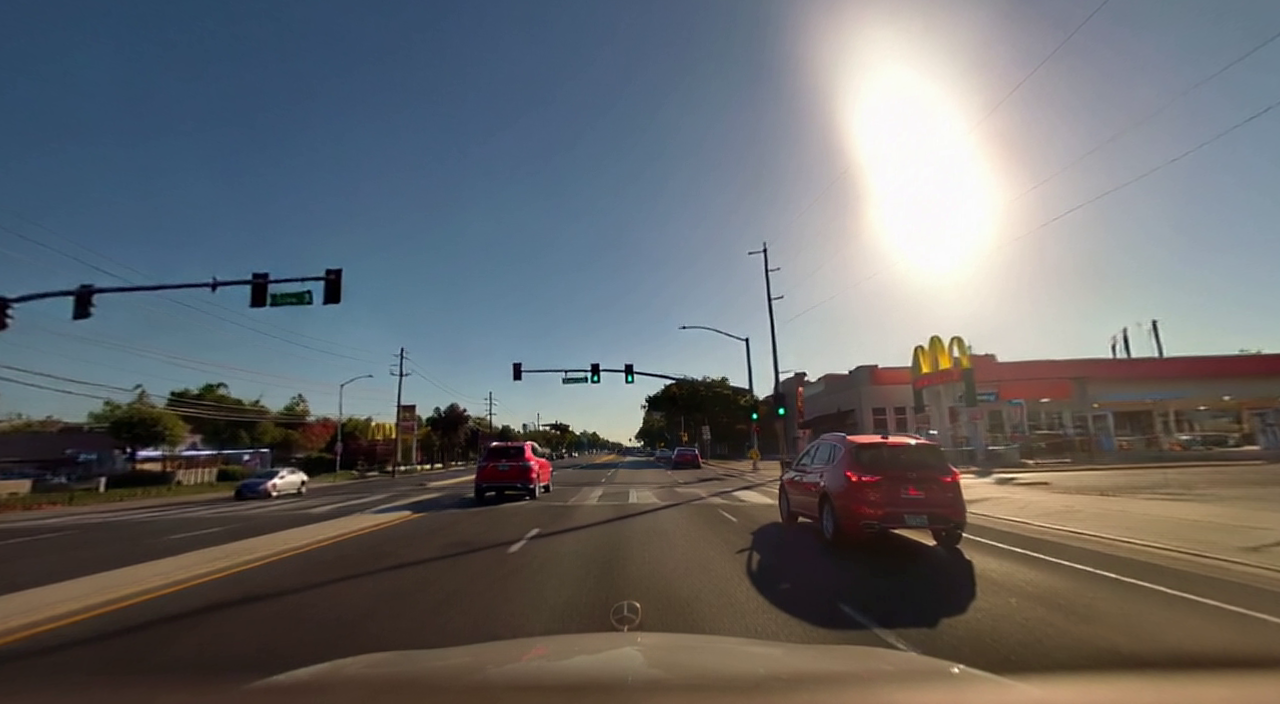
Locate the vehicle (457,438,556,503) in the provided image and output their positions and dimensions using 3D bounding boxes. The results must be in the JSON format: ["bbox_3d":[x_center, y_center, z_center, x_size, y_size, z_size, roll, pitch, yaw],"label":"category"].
[{"bbox_3d":[-3.662,3.318,18.105,1.935,1.617,4.045,0,-8,0],"label":"vehicle"}]

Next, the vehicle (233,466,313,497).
[{"bbox_3d":[-20.794,7.323,36.038,1.849,1.497,4.444,0,-8,1],"label":"vehicle"}]

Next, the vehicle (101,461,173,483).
[{"bbox_3d":[-39.642,9.459,49.944,1.814,1.452,4.845,0,-8,-2],"label":"vehicle"}]

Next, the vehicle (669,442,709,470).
[{"bbox_3d":[3.049,6.598,40.318,2.066,1.699,4.419,0,-8,-2],"label":"vehicle"}]

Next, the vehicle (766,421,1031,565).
[{"bbox_3d":[3.478,1.984,9.684,2.085,1.655,4.459,0,-8,-1],"label":"vehicle"}]
